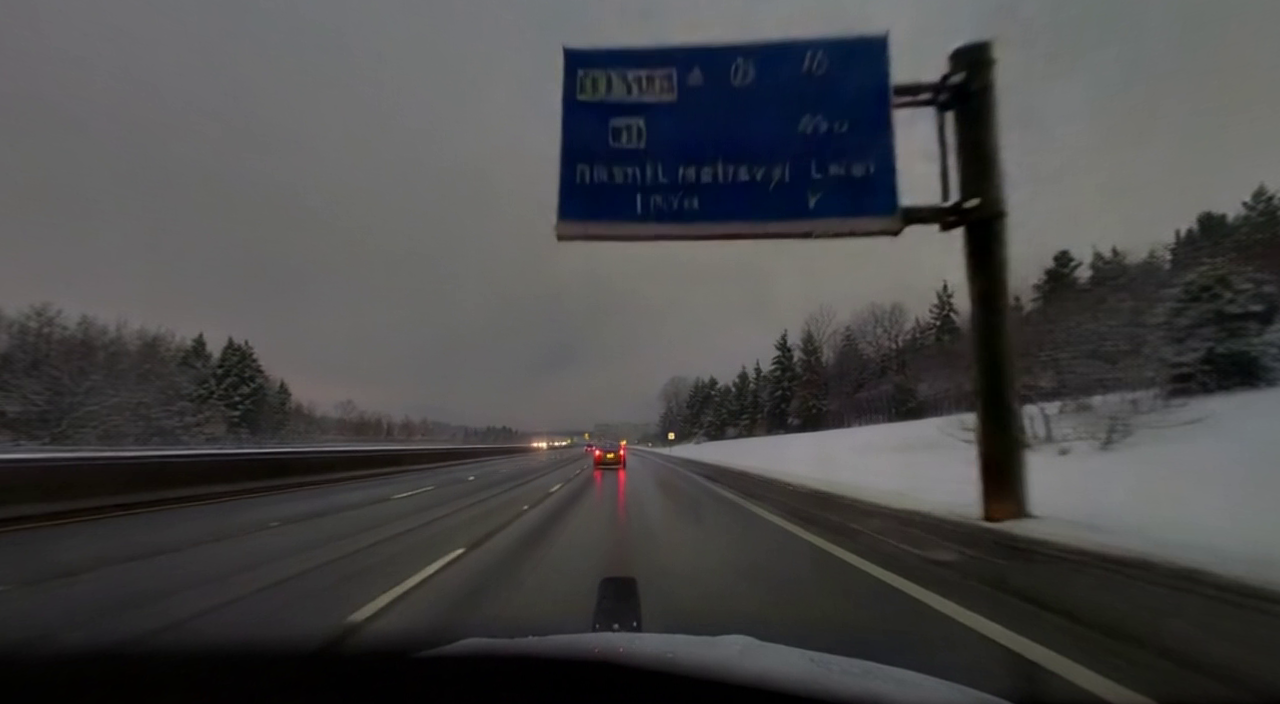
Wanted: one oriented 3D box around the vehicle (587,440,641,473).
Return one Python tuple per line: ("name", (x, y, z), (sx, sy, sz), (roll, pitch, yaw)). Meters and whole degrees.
("vehicle", (-1.206, 5.153, 31.128), (2.055, 1.509, 4.255), (-1, -9, 6))
